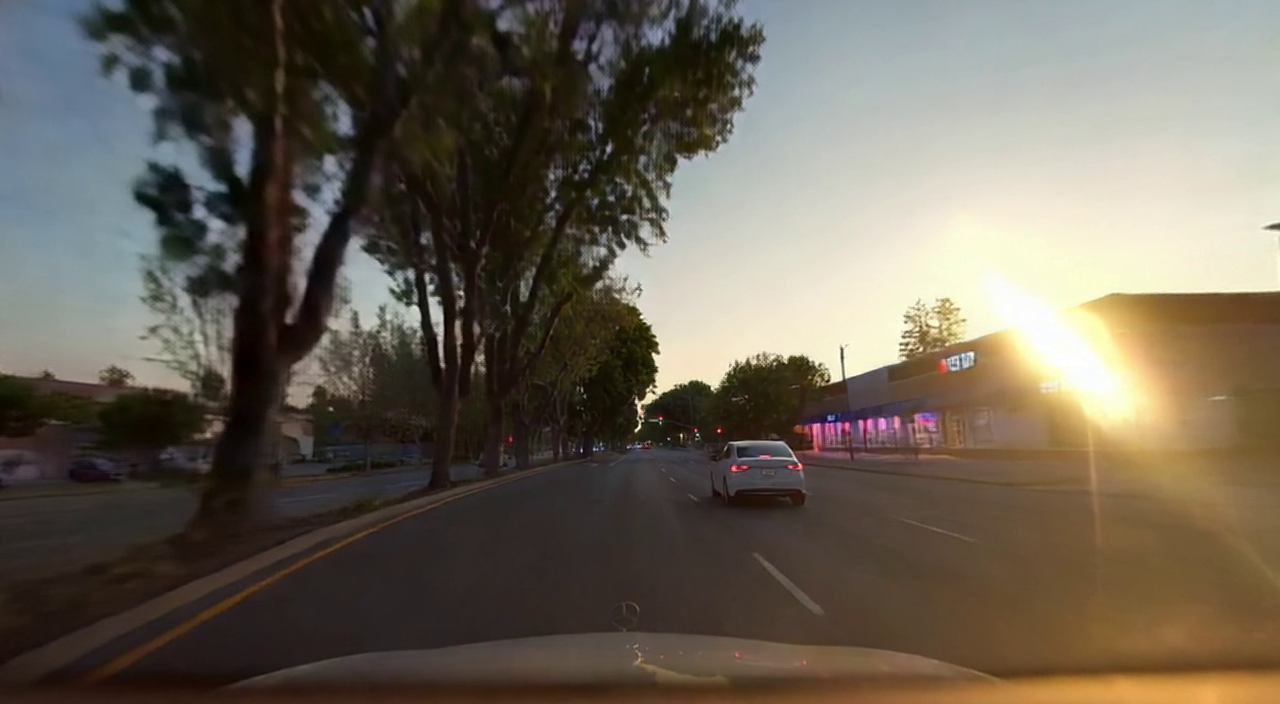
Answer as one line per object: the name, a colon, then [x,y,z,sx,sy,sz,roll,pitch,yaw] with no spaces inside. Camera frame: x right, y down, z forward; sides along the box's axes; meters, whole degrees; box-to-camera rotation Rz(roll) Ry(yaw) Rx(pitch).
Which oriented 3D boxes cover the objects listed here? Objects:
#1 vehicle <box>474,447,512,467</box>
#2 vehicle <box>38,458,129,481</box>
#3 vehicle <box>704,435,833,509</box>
vehicle: [-11.536,8.260,49.704,1.944,1.512,4.278,0,-8,1]
vehicle: [-41.080,8.652,46.525,4.663,1.593,1.913,1,-9,-4]
vehicle: [2.820,2.751,14.930,2.015,1.479,4.444,0,-8,-1]
